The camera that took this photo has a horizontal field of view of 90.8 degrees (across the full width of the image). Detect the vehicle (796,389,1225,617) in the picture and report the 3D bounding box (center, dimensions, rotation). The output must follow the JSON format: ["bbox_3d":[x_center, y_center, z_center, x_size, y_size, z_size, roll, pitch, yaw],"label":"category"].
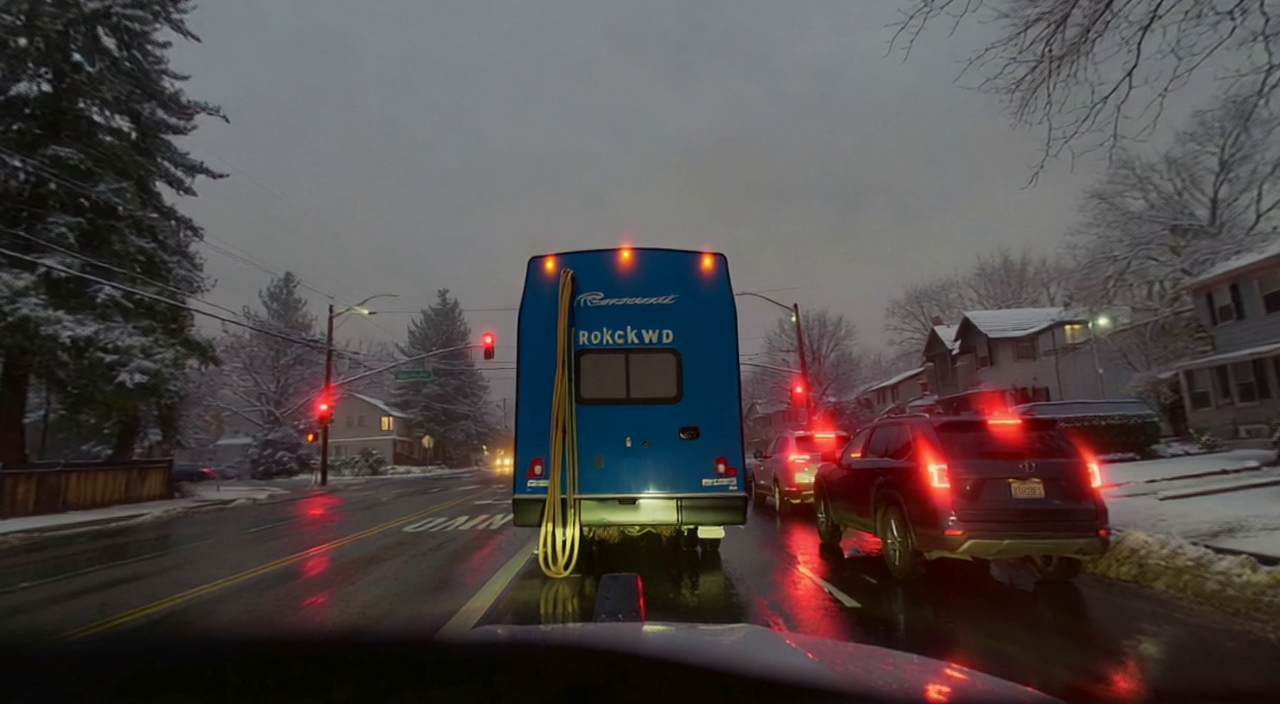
[{"bbox_3d":[3.409,1.492,7.137,2.104,1.735,4.408,0,-9,0],"label":"vehicle"}]

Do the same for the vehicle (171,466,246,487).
[{"bbox_3d":[-32.694,9.403,47.950,4.311,1.458,1.707,0,-9,-3],"label":"vehicle"}]

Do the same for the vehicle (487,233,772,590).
[{"bbox_3d":[-0.106,1.123,10.307,2.709,3.511,8.213,0,-9,0],"label":"vehicle"}]

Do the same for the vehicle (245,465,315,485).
[{"bbox_3d":[-27.414,9.352,48.141,4.187,1.445,1.809,0,-9,0],"label":"vehicle"}]
